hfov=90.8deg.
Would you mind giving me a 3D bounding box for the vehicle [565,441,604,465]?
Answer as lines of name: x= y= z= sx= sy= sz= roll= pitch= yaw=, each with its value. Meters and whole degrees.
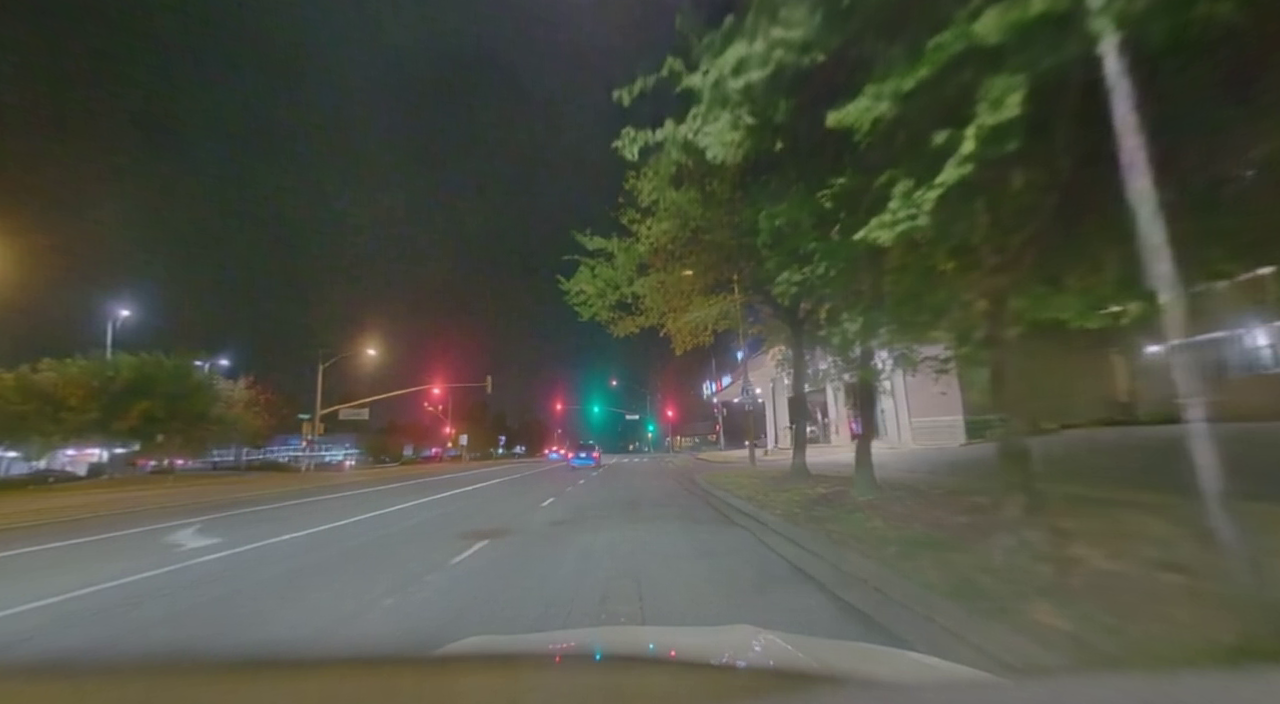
vehicle: x=-3.609 y=6.676 z=41.889 sx=2.054 sy=1.449 sz=4.772 roll=0 pitch=-8 yaw=1
